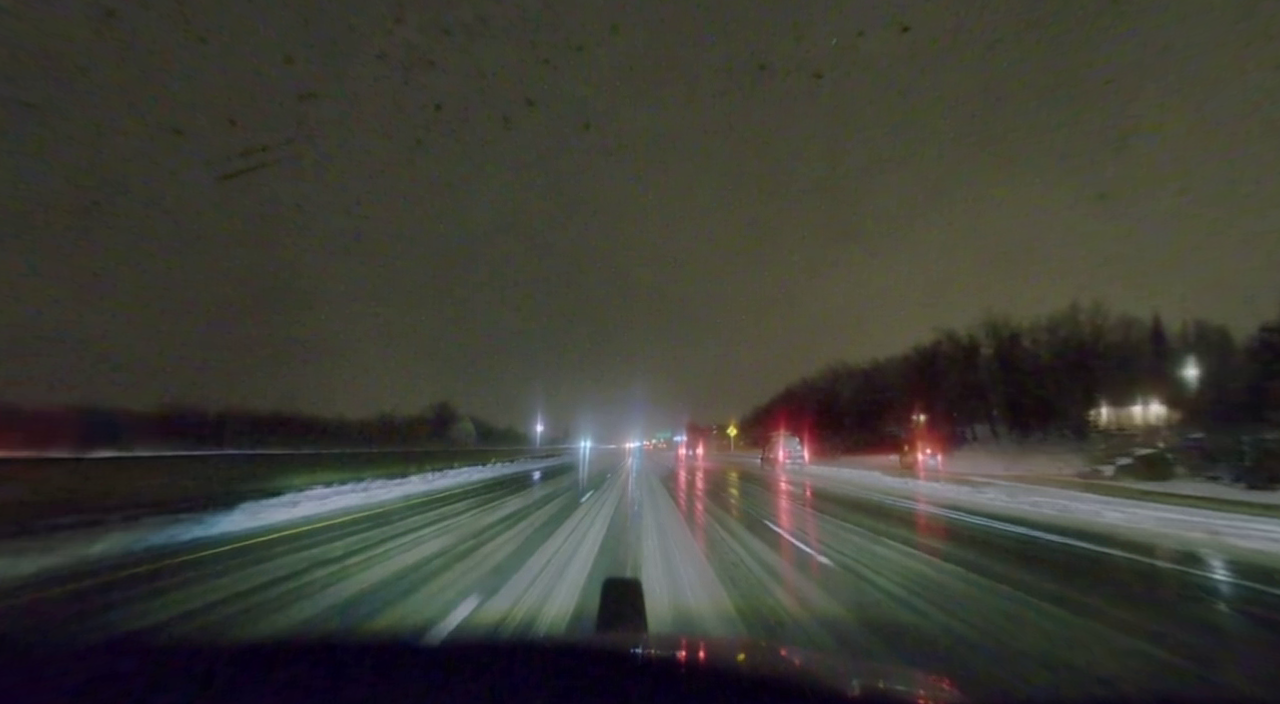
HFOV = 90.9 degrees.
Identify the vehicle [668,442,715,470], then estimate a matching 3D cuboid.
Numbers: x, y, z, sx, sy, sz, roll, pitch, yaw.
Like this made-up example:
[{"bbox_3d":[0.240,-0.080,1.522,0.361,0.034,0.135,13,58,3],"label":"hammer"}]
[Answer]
[{"bbox_3d":[2.840,5.827,35.546,2.193,1.462,4.533,0,-8,-1],"label":"vehicle"}]
